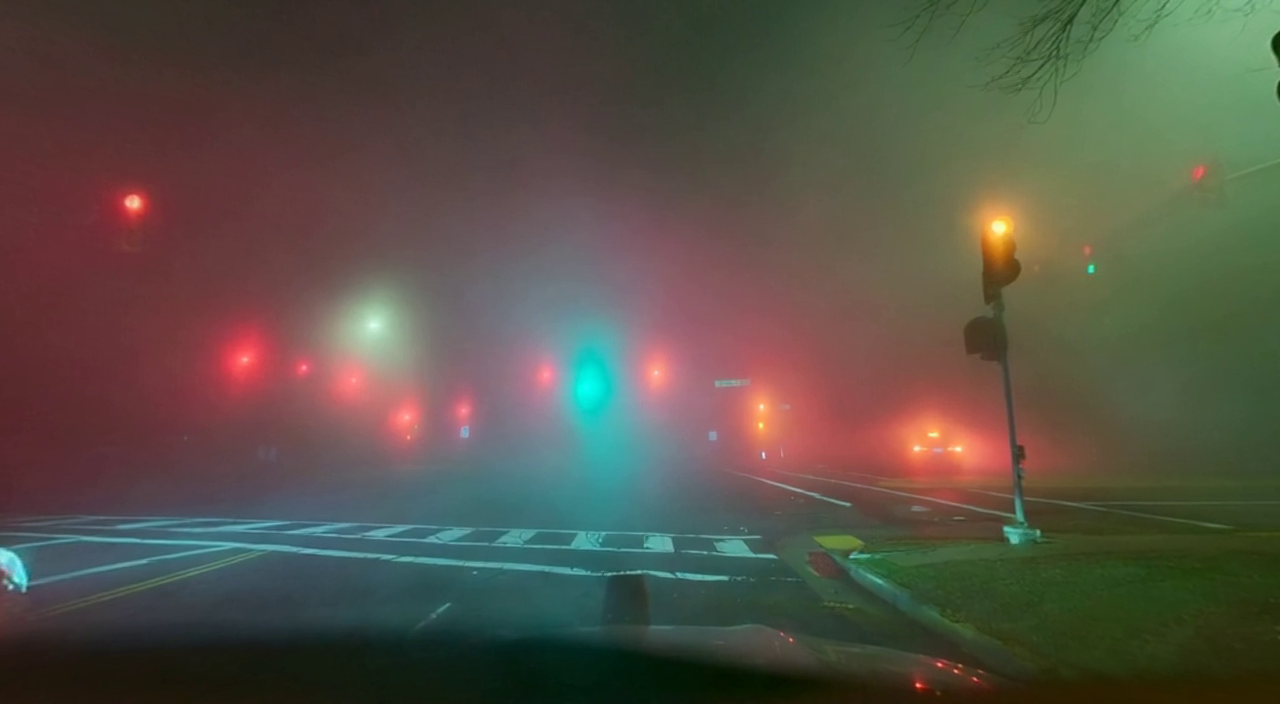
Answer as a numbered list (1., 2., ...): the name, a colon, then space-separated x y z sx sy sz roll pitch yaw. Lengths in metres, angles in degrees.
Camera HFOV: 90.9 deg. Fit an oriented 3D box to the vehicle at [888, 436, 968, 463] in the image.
1. vehicle: 16.159 5.505 35.570 3.952 1.468 1.768 -4 -9 22
